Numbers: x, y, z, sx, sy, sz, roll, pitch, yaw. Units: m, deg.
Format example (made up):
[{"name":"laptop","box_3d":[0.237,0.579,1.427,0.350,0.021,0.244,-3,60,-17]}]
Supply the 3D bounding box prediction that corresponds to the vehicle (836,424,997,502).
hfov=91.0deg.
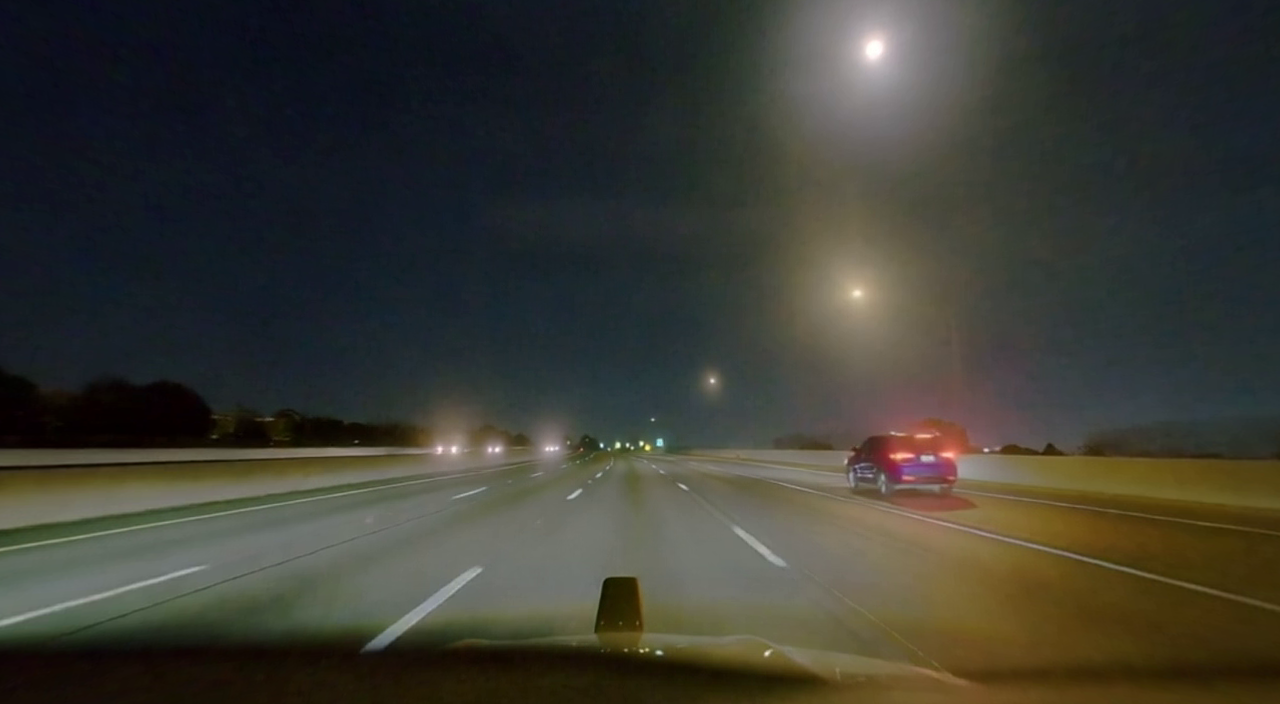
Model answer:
[{"name":"vehicle","box_3d":[6.846,2.801,16.256,2.091,1.711,4.383,0,-9,-1]}]
